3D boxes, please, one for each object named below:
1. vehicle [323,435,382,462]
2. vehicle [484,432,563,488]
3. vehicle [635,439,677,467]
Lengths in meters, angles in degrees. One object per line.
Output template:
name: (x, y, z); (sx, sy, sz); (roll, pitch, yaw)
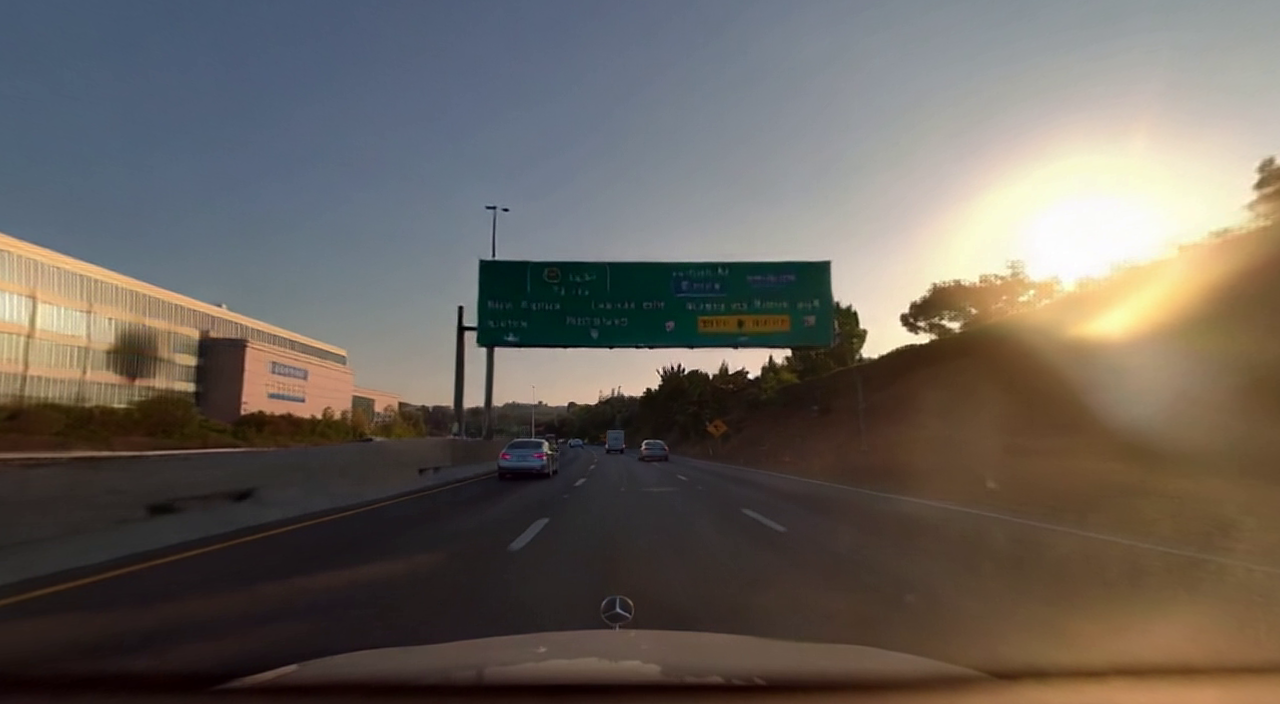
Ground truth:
vehicle: (-18.017, 6.057, 39.663); (1.982, 1.612, 4.185); (0, -8, -4)
vehicle: (-3.935, 3.720, 22.107); (2.080, 1.733, 4.410); (0, -8, -2)
vehicle: (0.912, 6.171, 38.723); (2.078, 1.608, 3.982); (0, -8, -6)
